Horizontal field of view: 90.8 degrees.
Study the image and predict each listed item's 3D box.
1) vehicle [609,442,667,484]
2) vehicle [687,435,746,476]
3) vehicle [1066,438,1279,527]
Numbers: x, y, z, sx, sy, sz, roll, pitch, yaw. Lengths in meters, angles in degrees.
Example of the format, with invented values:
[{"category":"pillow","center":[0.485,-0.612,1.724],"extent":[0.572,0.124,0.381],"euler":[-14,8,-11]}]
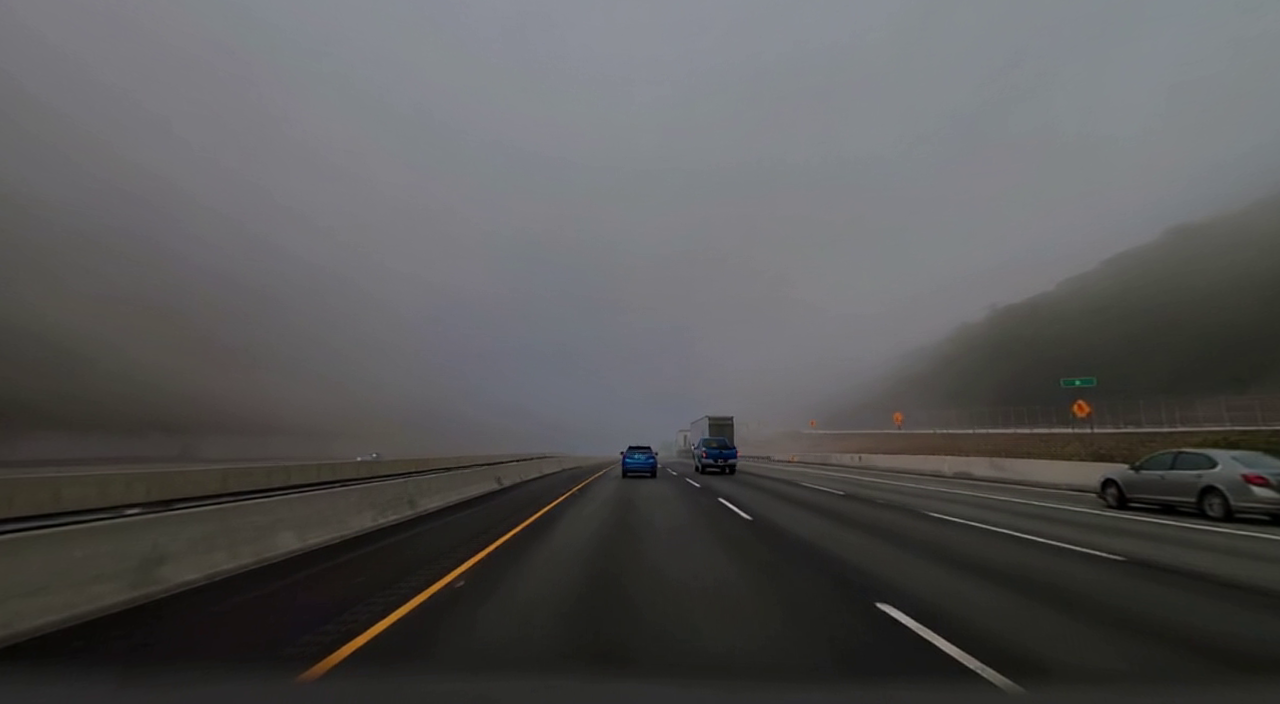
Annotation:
[{"category":"vehicle","center":[-0.122,4.266,24.541],"extent":[2.083,1.477,3.965],"euler":[0,-9,-1]},{"category":"vehicle","center":[3.634,5.029,30.859],"extent":[2.098,1.794,4.561],"euler":[0,-9,-2]},{"category":"vehicle","center":[11.086,2.489,12.685],"extent":[1.945,1.451,4.397],"euler":[0,-9,-1]}]
